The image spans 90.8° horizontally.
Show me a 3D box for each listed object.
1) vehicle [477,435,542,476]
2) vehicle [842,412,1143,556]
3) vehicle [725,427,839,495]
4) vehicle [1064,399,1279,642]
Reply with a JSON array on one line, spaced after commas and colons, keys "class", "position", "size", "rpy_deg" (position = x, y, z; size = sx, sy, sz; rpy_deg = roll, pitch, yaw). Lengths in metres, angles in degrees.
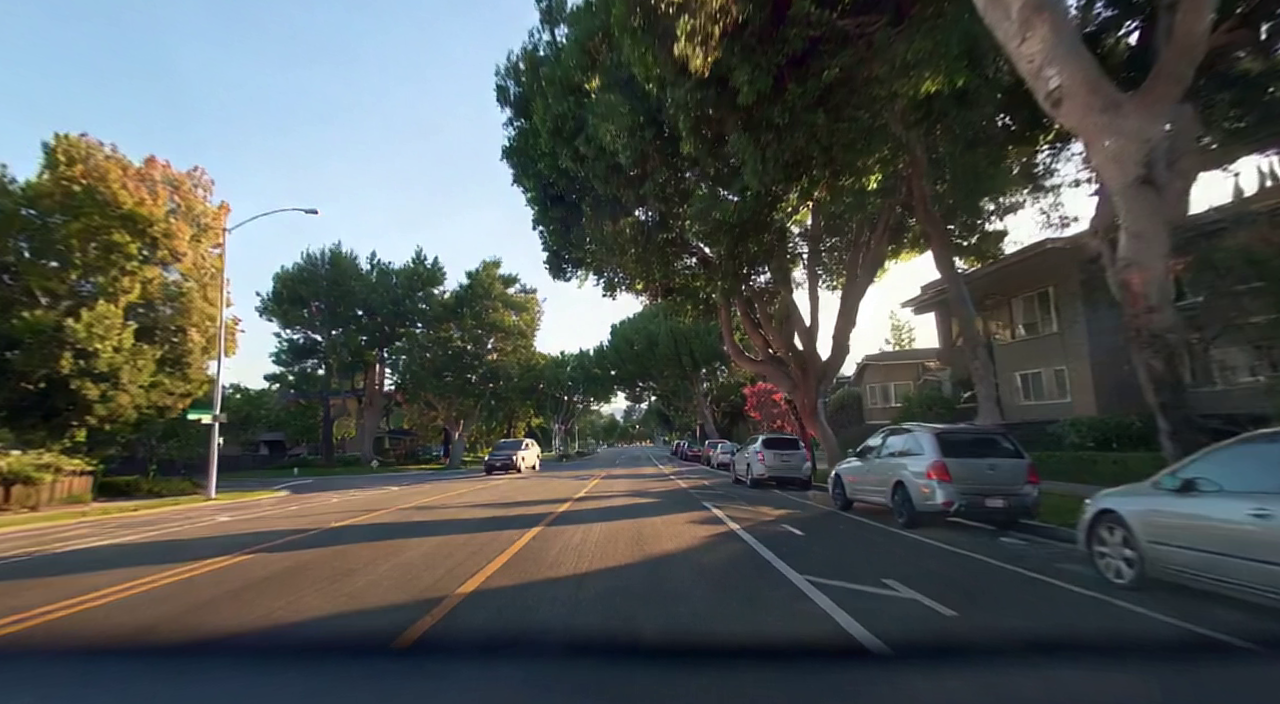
[{"class": "vehicle", "position": [-6.732, 5.406, 33.314], "size": [2.105, 1.919, 6.049], "rpy_deg": [0, -8, 0]}, {"class": "vehicle", "position": [5.119, 1.972, 10.195], "size": [2.039, 1.752, 4.686], "rpy_deg": [0, -8, -1]}, {"class": "vehicle", "position": [4.022, 3.185, 18.807], "size": [2.272, 1.744, 4.324], "rpy_deg": [0, -8, -2]}, {"class": "vehicle", "position": [5.299, 1.072, 3.798], "size": [1.893, 1.628, 5.026], "rpy_deg": [0, -8, -1]}]
